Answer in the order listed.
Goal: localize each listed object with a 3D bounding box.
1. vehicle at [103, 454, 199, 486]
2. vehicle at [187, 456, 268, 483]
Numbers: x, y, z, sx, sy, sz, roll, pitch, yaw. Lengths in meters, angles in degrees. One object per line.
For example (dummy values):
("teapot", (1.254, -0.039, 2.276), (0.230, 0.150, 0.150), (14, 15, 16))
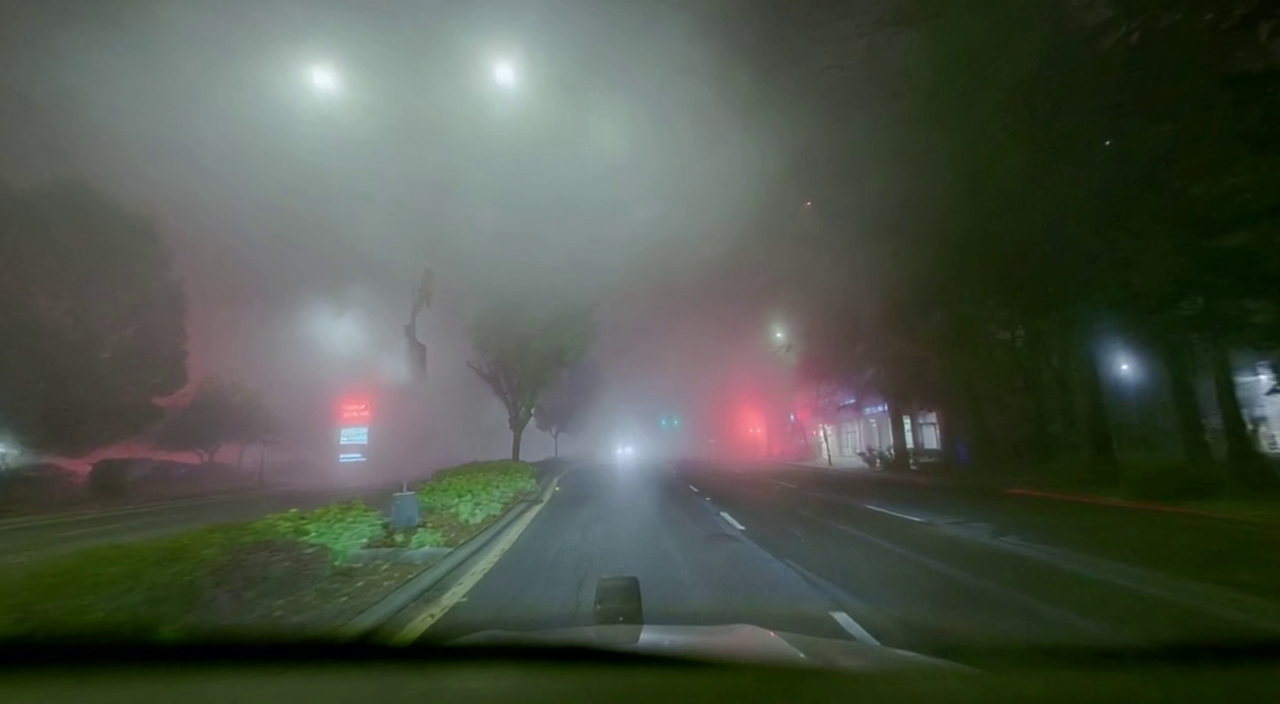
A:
("vehicle", (-30.315, 7.298, 39.391), (2.101, 1.733, 4.689), (0, -8, 2))
("vehicle", (-25.462, 7.254, 39.191), (1.908, 1.502, 4.584), (0, -8, 0))
